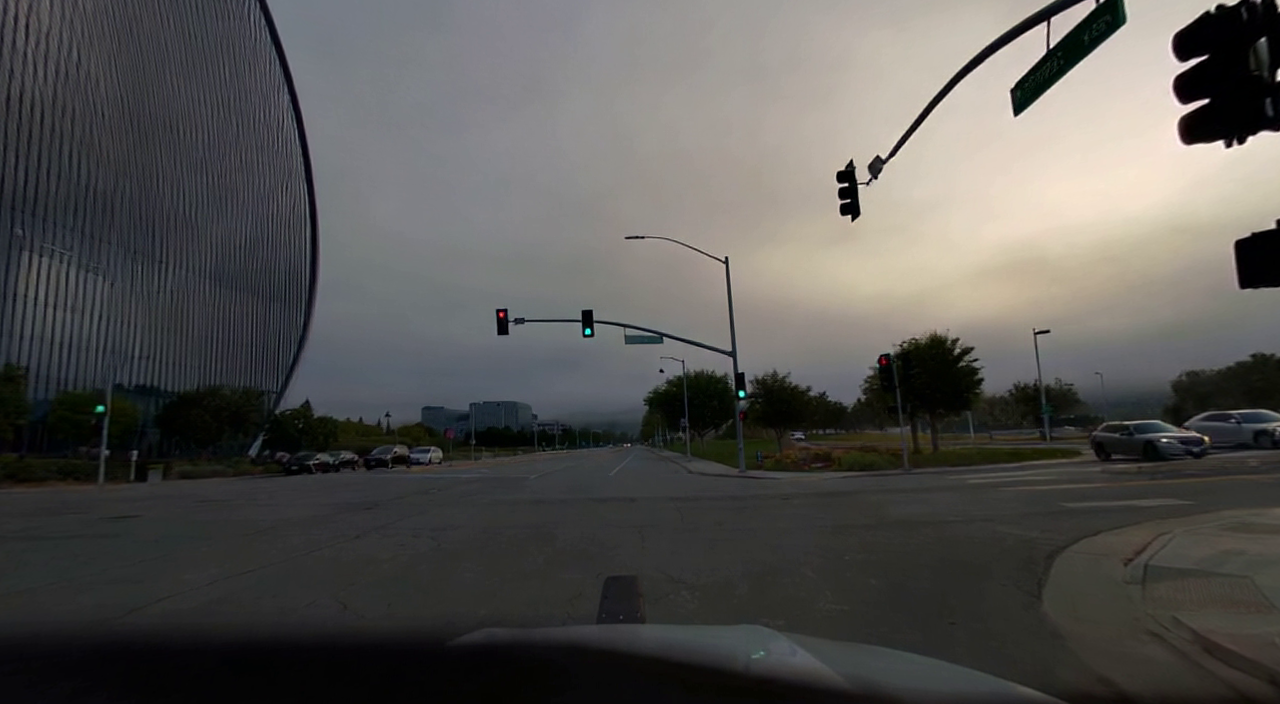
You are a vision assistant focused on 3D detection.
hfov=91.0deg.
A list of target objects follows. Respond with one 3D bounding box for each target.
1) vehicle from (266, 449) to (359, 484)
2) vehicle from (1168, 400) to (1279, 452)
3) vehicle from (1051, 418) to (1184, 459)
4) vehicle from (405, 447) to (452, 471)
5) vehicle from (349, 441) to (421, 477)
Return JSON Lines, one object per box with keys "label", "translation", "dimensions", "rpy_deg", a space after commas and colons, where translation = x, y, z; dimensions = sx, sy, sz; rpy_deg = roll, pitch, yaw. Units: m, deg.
{"label": "vehicle", "translation": [-14.831, 5.202, 28.830], "dimensions": [1.790, 1.437, 4.349], "rpy_deg": [0, -9, 2]}
{"label": "vehicle", "translation": [24.407, 3.019, 25.142], "dimensions": [2.109, 1.836, 5.080], "rpy_deg": [-2, -10, 0]}
{"label": "vehicle", "translation": [19.072, 3.528, 25.440], "dimensions": [1.834, 1.480, 4.458], "rpy_deg": [0, -9, 0]}
{"label": "vehicle", "translation": [-15.135, 7.646, 45.227], "dimensions": [1.932, 1.605, 4.146], "rpy_deg": [0, -9, -1]}
{"label": "vehicle", "translation": [-14.876, 6.242, 37.071], "dimensions": [2.091, 1.915, 5.040], "rpy_deg": [0, -9, 0]}
